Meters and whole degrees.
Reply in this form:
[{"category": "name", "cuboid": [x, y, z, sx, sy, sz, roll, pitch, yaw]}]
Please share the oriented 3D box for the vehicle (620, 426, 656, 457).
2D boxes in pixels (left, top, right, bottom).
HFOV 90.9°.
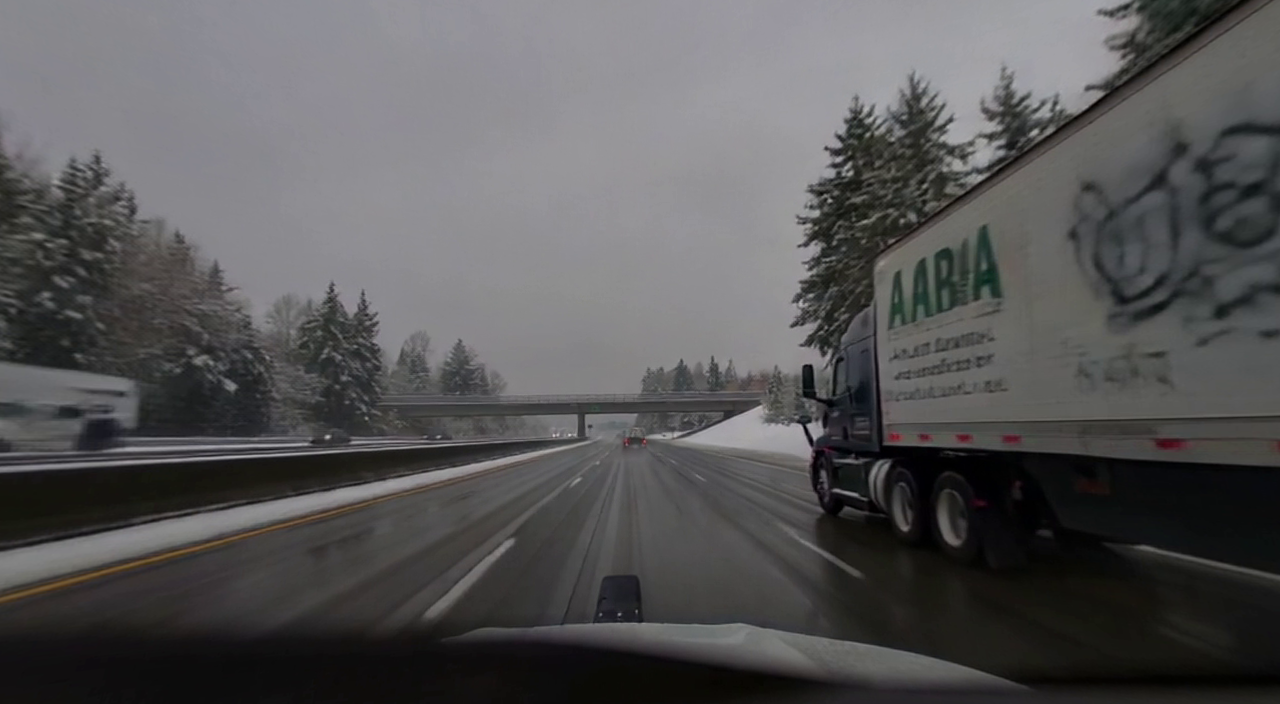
[{"category": "vehicle", "cuboid": [-0.182, 5.867, 41.580, 2.277, 1.913, 4.510, 0, -8, -1]}]
